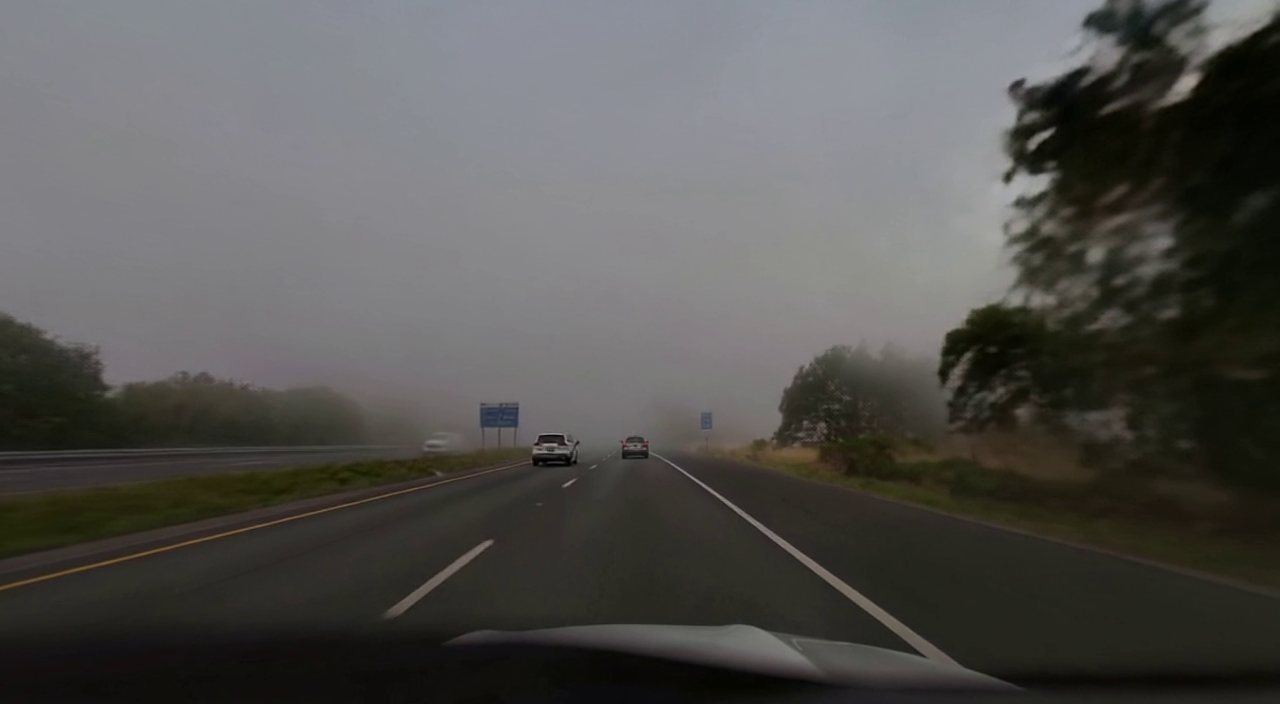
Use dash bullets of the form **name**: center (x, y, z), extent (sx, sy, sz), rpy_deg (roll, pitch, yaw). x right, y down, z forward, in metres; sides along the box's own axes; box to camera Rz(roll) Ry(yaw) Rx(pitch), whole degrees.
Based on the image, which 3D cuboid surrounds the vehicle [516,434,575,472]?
- **vehicle**: center (-4.153, 4.496, 28.326), extent (2.062, 1.567, 4.117), rpy_deg (0, -8, 0)

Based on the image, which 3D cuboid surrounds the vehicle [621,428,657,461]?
- **vehicle**: center (-0.116, 5.923, 40.448), extent (2.223, 1.957, 4.416), rpy_deg (0, -8, -1)
